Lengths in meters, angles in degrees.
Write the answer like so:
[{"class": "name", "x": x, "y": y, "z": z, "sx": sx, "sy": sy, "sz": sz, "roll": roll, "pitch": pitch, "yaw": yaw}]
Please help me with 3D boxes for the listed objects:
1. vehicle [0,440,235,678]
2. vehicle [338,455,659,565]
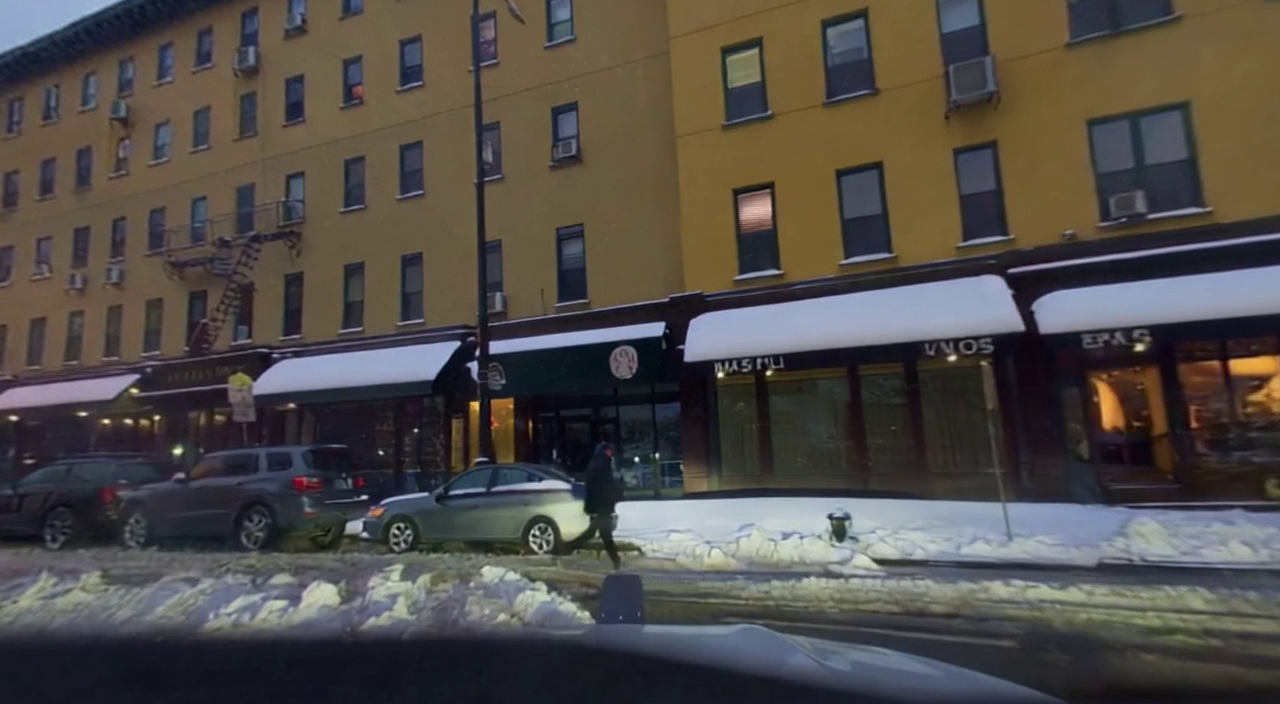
[{"class": "vehicle", "x": -5.765, "y": 1.489, "z": 5.237, "sx": 4.330, "sy": 1.458, "sz": 1.932, "roll": -4, "pitch": -9, "yaw": 25}, {"class": "vehicle", "x": -2.273, "y": 2.420, "z": 10.264, "sx": 4.830, "sy": 1.421, "sz": 1.826, "roll": -4, "pitch": -9, "yaw": 20}]
